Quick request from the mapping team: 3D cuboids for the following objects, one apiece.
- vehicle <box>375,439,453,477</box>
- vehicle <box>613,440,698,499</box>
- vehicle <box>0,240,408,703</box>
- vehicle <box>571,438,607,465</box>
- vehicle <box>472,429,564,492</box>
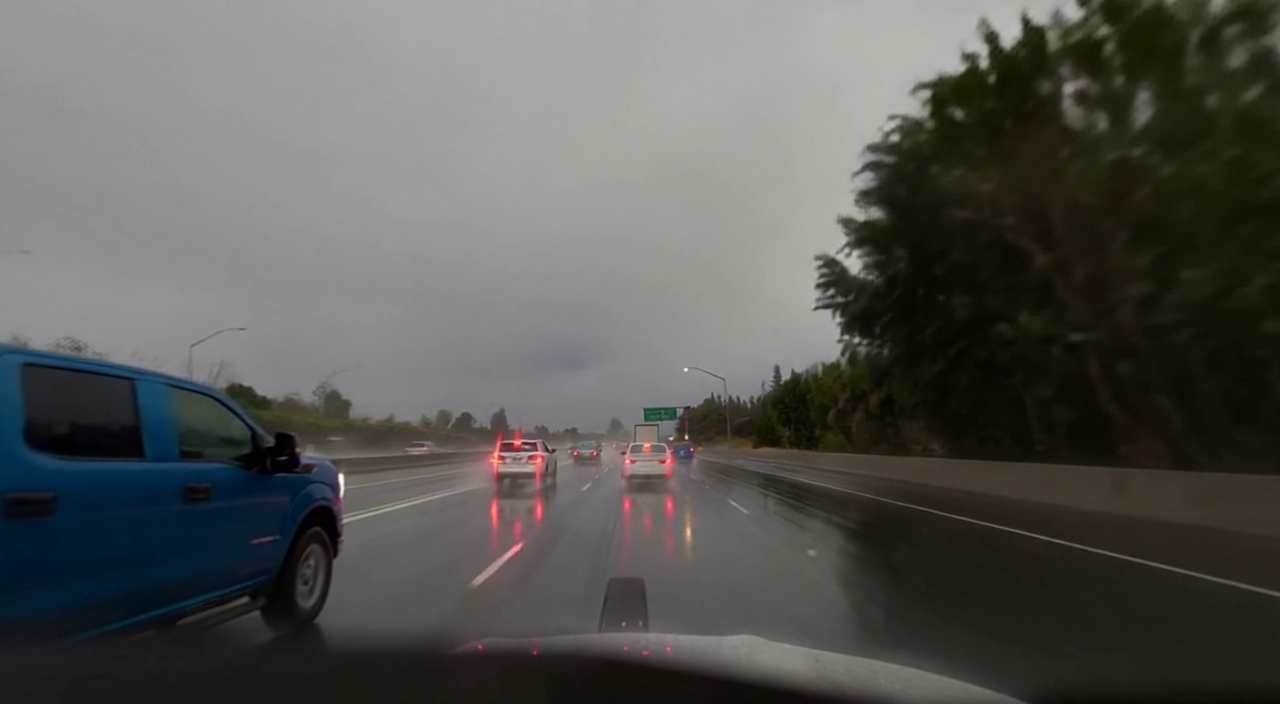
[{"bbox_3d":[-10.407,4.880,29.369,1.941,1.602,4.277,0,-8,2],"label":"vehicle"},{"bbox_3d":[0.376,3.153,17.394,2.054,1.421,4.090,0,-8,0],"label":"vehicle"},{"bbox_3d":[-3.436,0.747,3.026,2.269,2.060,5.933,0,-8,1],"label":"vehicle"},{"bbox_3d":[-3.252,6.443,40.886,1.897,1.646,4.049,0,-8,1],"label":"vehicle"},{"bbox_3d":[-3.632,3.312,19.528,1.903,1.721,4.210,0,-8,1],"label":"vehicle"}]
